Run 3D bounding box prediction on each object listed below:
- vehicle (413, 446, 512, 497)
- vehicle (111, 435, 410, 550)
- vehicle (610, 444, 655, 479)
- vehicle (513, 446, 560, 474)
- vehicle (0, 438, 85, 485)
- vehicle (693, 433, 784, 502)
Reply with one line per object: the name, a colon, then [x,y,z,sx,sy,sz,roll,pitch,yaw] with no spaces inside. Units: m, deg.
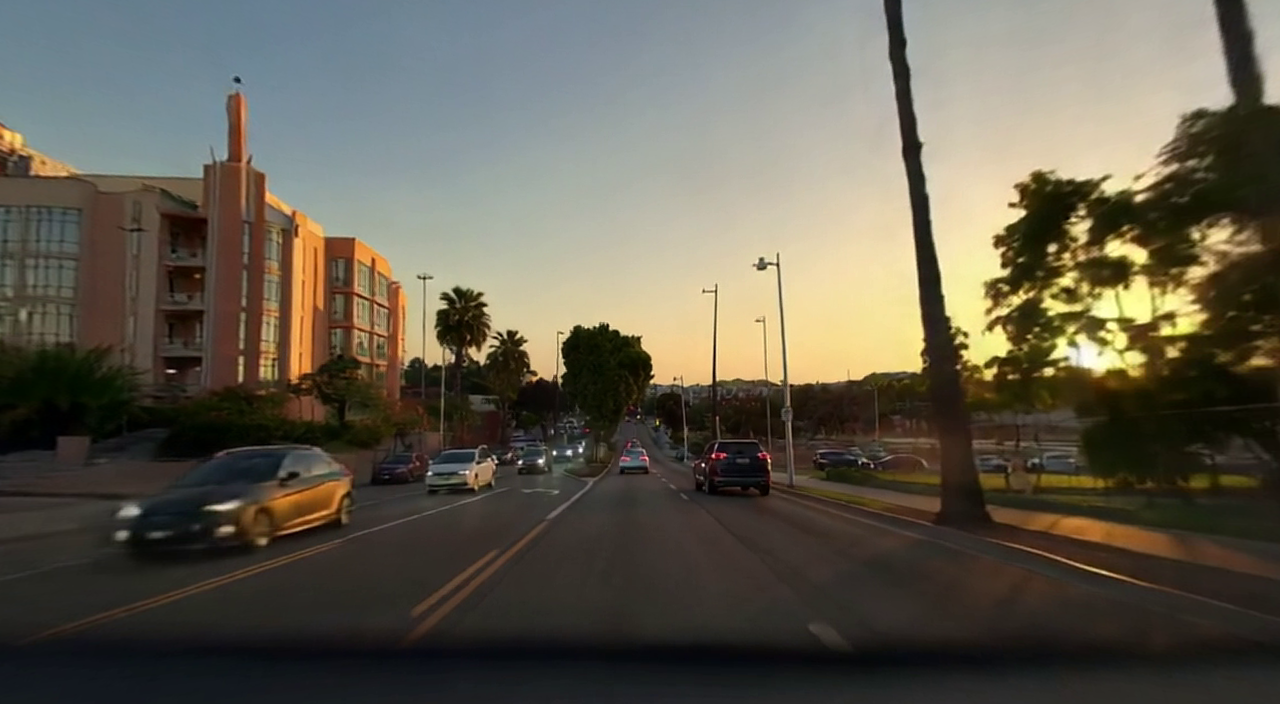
vehicle: [-6.042,4.108,22.173,2.135,1.542,4.575,0,-8,0]
vehicle: [-5.763,2.161,10.539,2.083,1.451,4.707,0,-8,0]
vehicle: [-0.359,5.663,32.899,2.196,1.655,3.939,0,-8,0]
vehicle: [-6.111,6.430,37.966,2.074,1.541,4.395,0,-8,0]
vehicle: [-26.231,4.582,26.706,1.889,1.778,4.543,1,-8,-9]
vehicle: [2.847,3.459,19.387,1.995,1.858,4.333,0,-8,-1]
